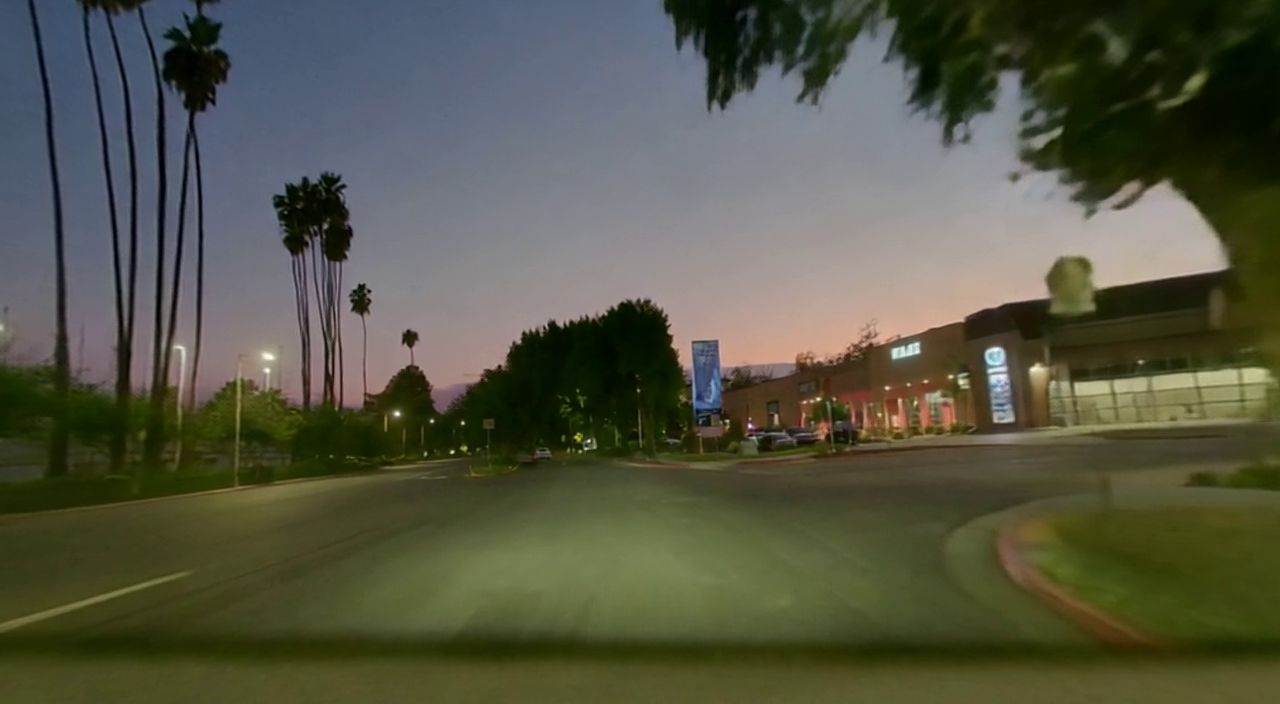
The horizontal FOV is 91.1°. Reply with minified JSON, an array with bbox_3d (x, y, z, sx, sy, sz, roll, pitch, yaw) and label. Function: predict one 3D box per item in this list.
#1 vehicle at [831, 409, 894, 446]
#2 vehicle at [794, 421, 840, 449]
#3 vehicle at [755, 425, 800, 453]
[{"bbox_3d":[14.412,4.986,40.964,2.237,1.962,5.424,-8,-8,3],"label":"vehicle"},{"bbox_3d":[11.474,5.447,41.039,2.065,1.687,4.584,-1,-8,5],"label":"vehicle"},{"bbox_3d":[8.884,5.691,41.012,2.196,1.715,4.918,-1,-8,5],"label":"vehicle"}]
